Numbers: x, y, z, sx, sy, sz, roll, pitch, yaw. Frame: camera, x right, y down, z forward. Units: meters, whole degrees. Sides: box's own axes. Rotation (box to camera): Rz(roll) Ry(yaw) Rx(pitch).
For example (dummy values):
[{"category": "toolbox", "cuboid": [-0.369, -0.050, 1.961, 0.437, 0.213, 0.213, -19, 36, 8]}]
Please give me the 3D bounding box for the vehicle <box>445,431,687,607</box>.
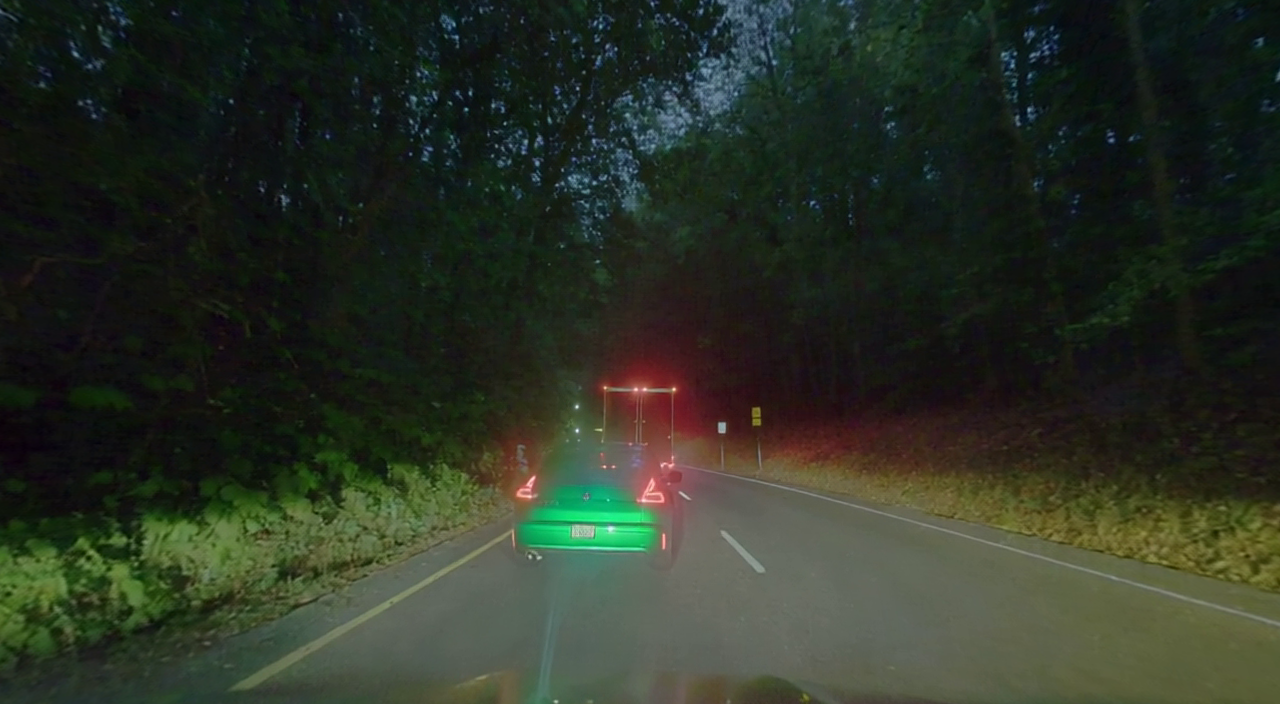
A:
[{"category": "vehicle", "cuboid": [-0.626, 1.749, 7.514, 2.076, 1.490, 4.078, 0, -9, 0]}]
